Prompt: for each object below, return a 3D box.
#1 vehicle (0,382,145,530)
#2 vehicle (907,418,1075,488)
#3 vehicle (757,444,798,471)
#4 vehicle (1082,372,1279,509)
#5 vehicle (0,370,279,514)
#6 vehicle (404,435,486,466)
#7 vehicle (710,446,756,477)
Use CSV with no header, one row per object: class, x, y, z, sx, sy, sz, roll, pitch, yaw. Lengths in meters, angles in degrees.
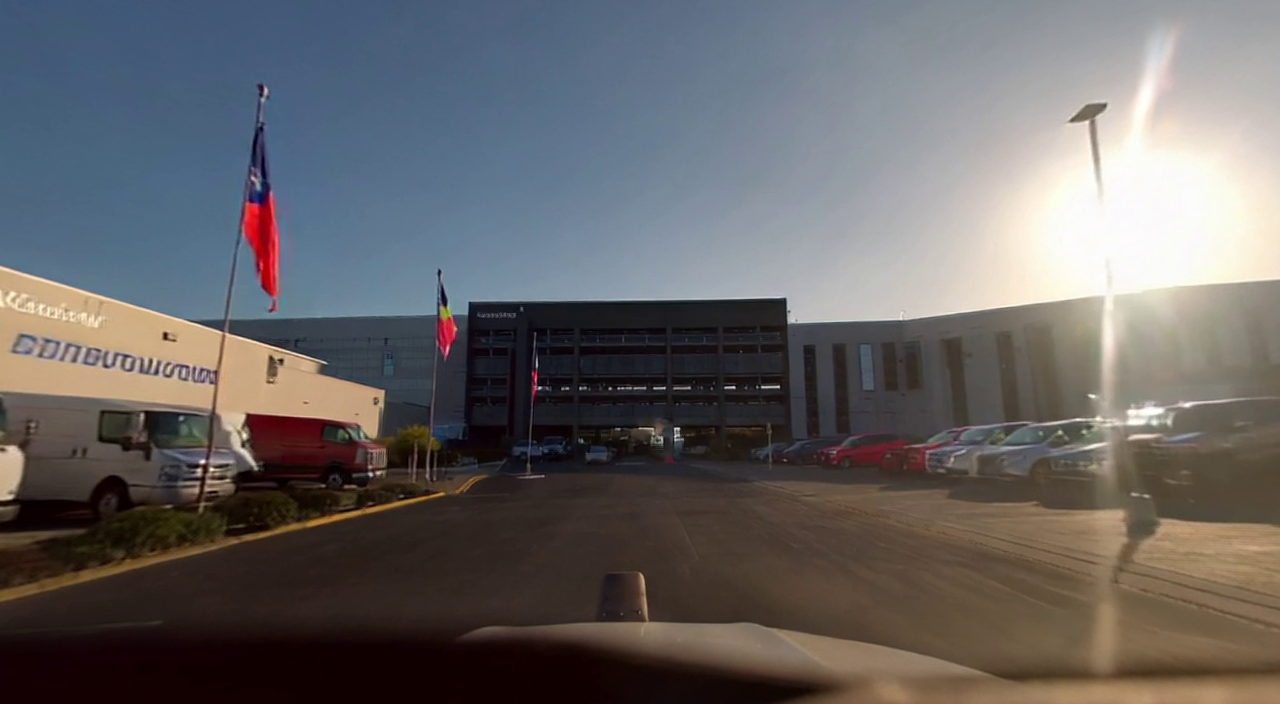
vehicle,-11.783,1.779,10.995,4.458,2.299,2.092,0,-9,1
vehicle,10.852,3.219,19.459,5.138,1.778,2.034,8,-15,-30
vehicle,9.610,7.282,43.830,2.021,1.753,4.342,-3,-9,21
vehicle,11.844,1.805,12.789,6.017,2.202,2.328,5,-10,-31
vehicle,-11.136,1.930,13.629,5.254,2.811,2.188,0,-9,1
vehicle,-13.158,6.617,42.485,5.672,1.963,2.189,-6,-11,34
vehicle,5.285,6.266,36.455,2.026,1.659,4.314,0,-9,0
